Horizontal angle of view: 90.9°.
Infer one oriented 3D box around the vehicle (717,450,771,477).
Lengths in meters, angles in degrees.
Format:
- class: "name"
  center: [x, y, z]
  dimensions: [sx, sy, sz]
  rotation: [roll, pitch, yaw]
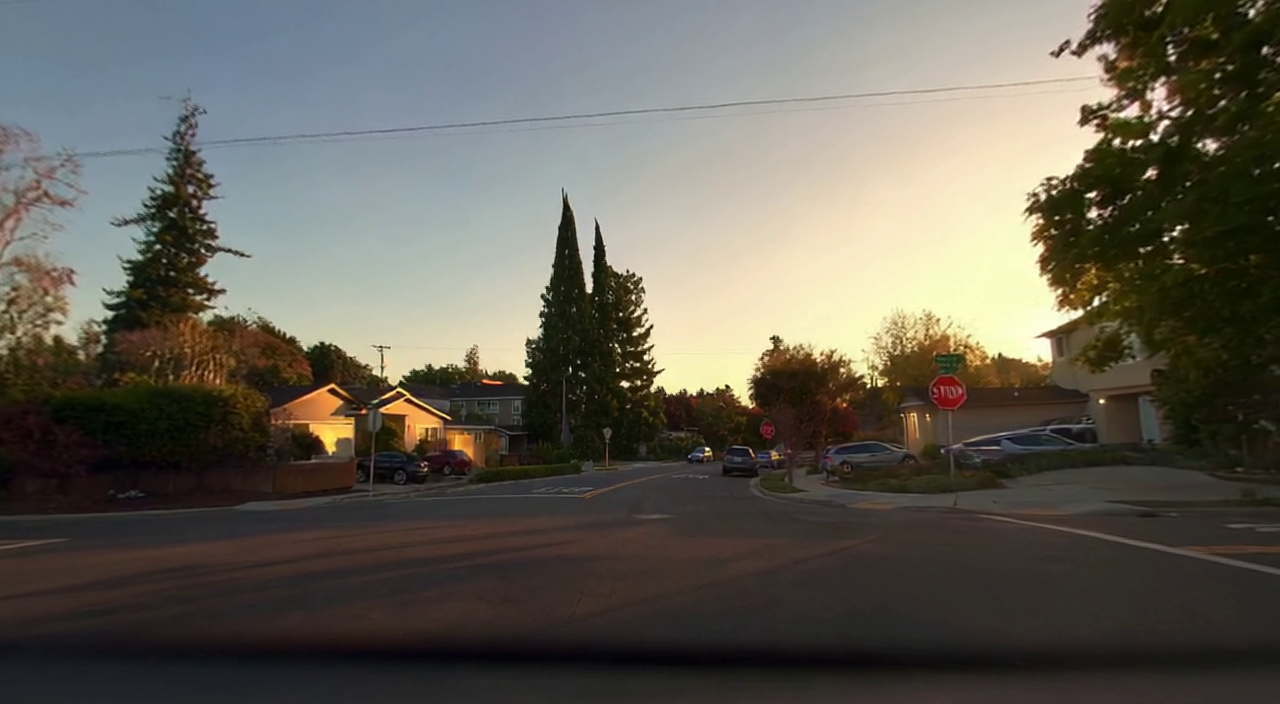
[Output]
- class: "vehicle"
  center: [7.119, 7.460, 42.603]
  dimensions: [2.692, 1.649, 4.689]
  rotation: [-3, -9, 20]
